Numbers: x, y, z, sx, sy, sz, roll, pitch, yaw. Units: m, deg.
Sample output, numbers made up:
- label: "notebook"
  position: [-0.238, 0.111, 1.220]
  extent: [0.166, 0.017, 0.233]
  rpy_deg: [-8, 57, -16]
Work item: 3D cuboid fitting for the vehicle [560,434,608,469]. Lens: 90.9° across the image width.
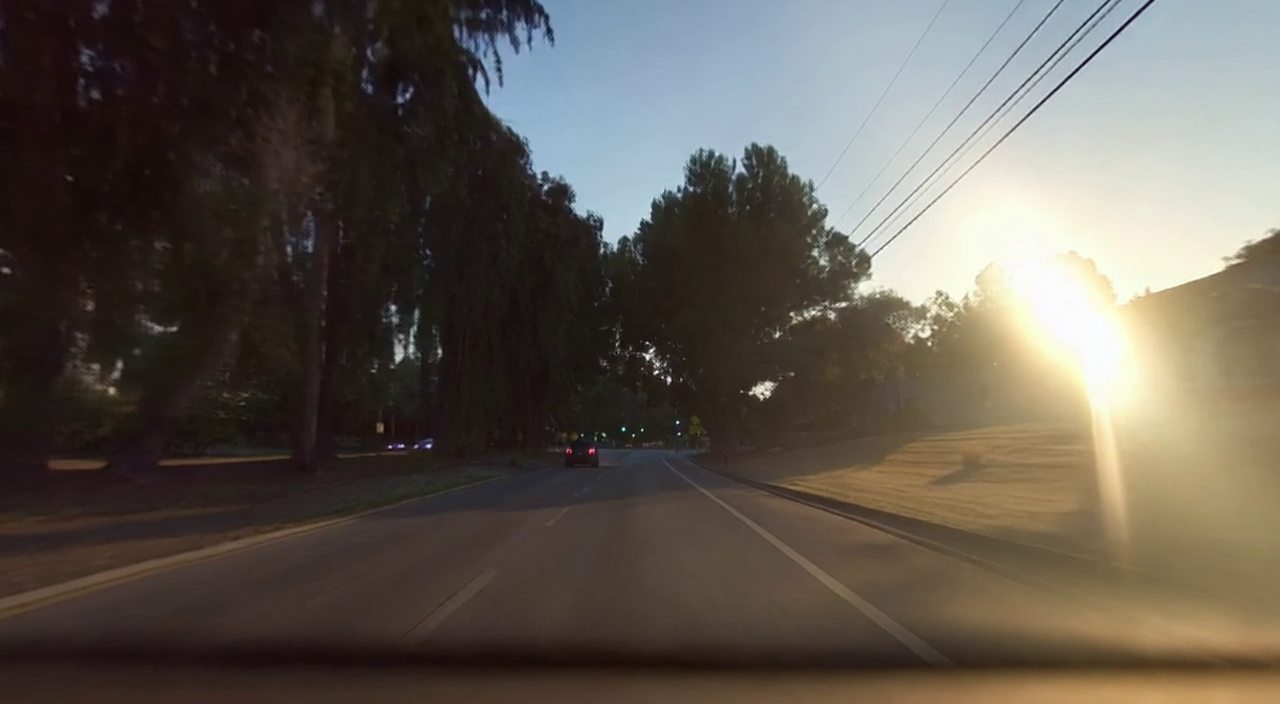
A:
- label: "vehicle"
  position: [-2.833, 5.146, 32.820]
  extent: [2.016, 1.694, 4.335]
  rpy_deg: [0, -8, 1]
